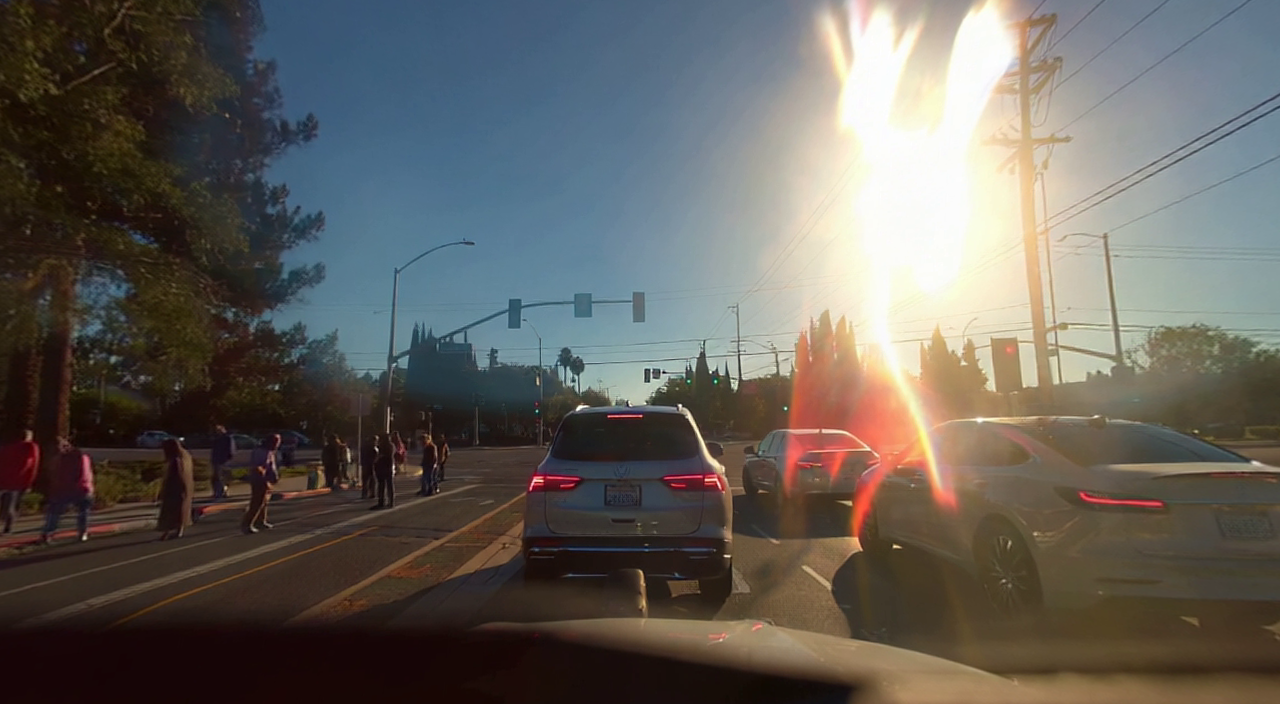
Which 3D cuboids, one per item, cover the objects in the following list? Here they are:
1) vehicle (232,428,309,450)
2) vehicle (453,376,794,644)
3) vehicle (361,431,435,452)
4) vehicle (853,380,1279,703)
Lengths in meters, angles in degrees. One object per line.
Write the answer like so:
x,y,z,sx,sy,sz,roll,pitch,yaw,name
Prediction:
-27.603,6.524,47.215,4.587,1.639,1.878,0,-8,0,vehicle
-0.157,1.376,6.529,2.271,1.786,4.443,0,-8,-1,vehicle
-17.762,6.561,46.360,4.607,1.478,1.995,0,-8,0,vehicle
3.552,1.300,5.457,1.948,1.677,4.437,0,-8,1,vehicle
